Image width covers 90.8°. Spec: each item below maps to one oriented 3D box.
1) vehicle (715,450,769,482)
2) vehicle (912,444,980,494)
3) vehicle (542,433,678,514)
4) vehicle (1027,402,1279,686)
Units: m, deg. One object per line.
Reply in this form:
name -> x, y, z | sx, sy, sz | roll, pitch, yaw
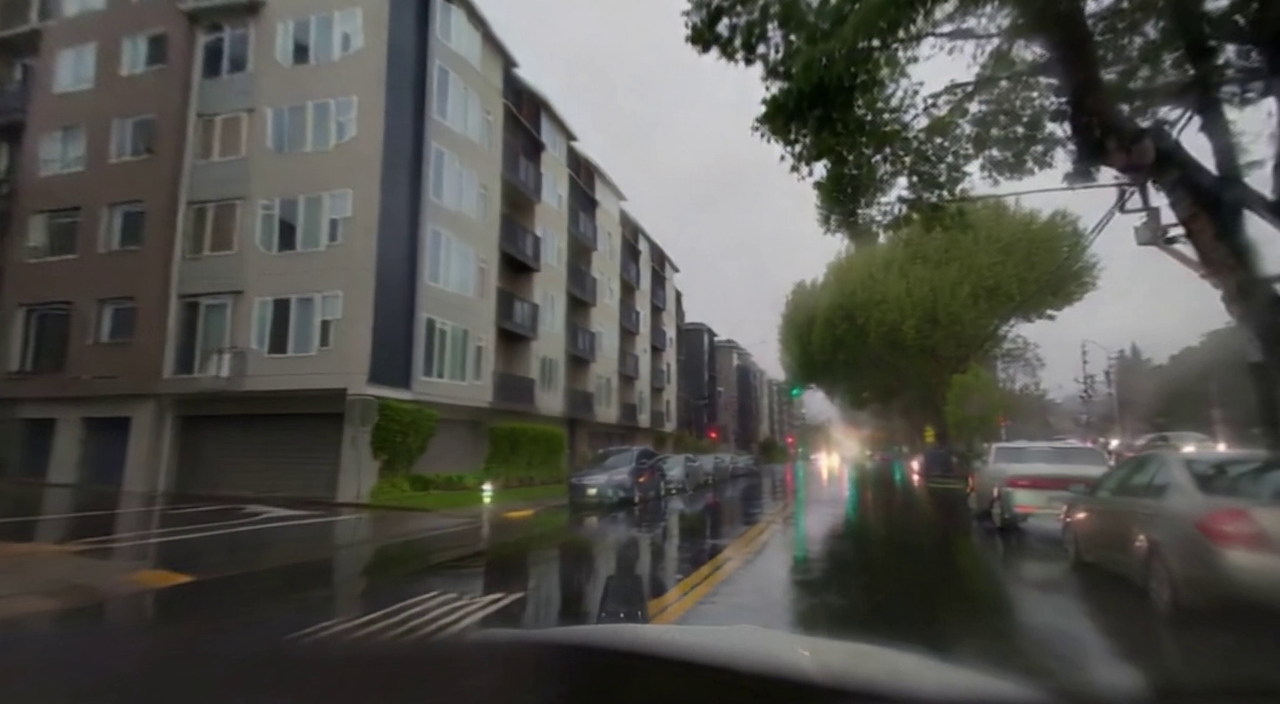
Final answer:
vehicle -> 5.353, 5.848, 32.677 | 1.934, 1.484, 4.630 | -3, -9, 19
vehicle -> 12.550, 4.759, 26.222 | 2.034, 1.689, 4.978 | -3, -7, 21
vehicle -> -0.605, 3.137, 16.894 | 1.993, 1.817, 4.619 | -3, -9, 19
vehicle -> 5.354, 1.423, 5.730 | 2.153, 1.685, 4.586 | -3, -9, 20
